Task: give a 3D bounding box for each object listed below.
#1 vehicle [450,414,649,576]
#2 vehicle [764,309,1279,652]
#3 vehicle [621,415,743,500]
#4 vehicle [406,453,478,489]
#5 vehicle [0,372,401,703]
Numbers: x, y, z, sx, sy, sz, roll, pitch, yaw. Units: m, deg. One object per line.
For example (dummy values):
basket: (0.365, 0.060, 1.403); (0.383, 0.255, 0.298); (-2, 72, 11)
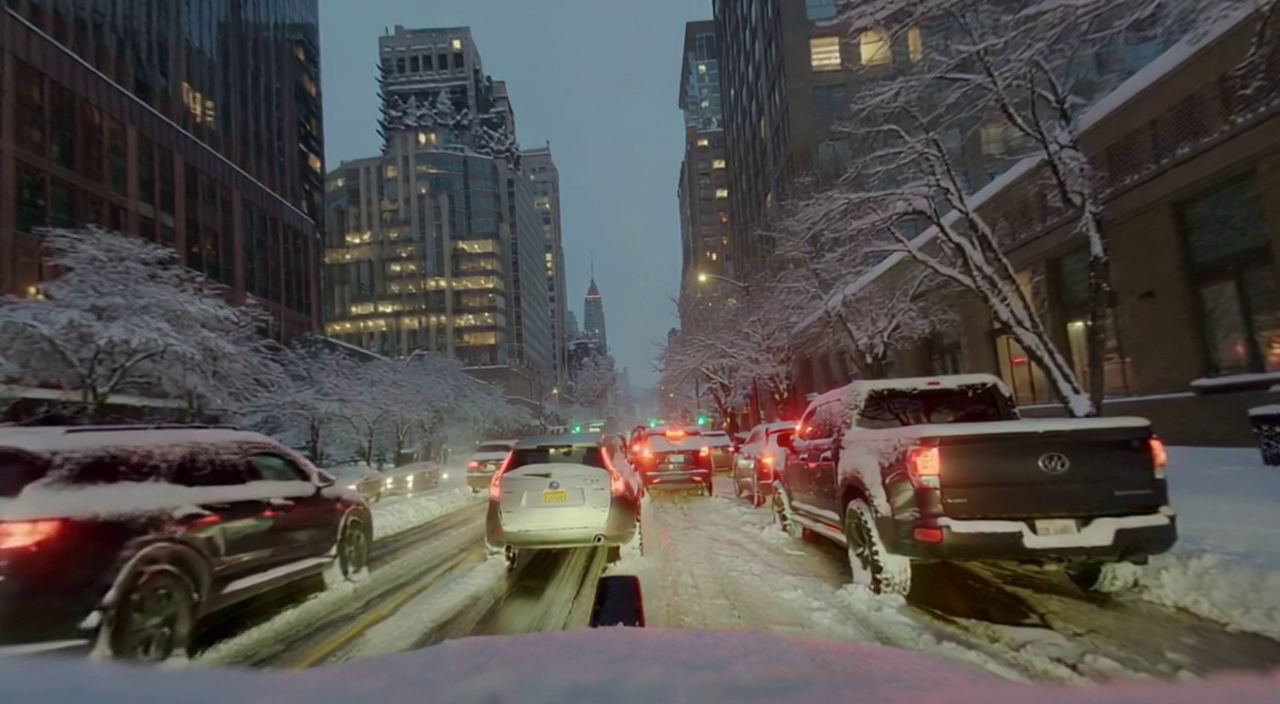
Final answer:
vehicle: (-0.932, 1.791, 8.668); (2.076, 1.667, 3.948); (-1, -8, 1)
vehicle: (2.994, 1.132, 6.517); (2.225, 2.070, 5.264); (0, -8, -1)
vehicle: (1.329, 2.830, 17.278); (2.352, 1.953, 4.798); (-3, -9, 16)
vehicle: (-9.416, 5.688, 30.516); (1.976, 1.475, 4.684); (-1, -8, 0)
vehicle: (-3.833, 1.338, 5.057); (2.000, 1.818, 4.668); (0, -8, 0)
